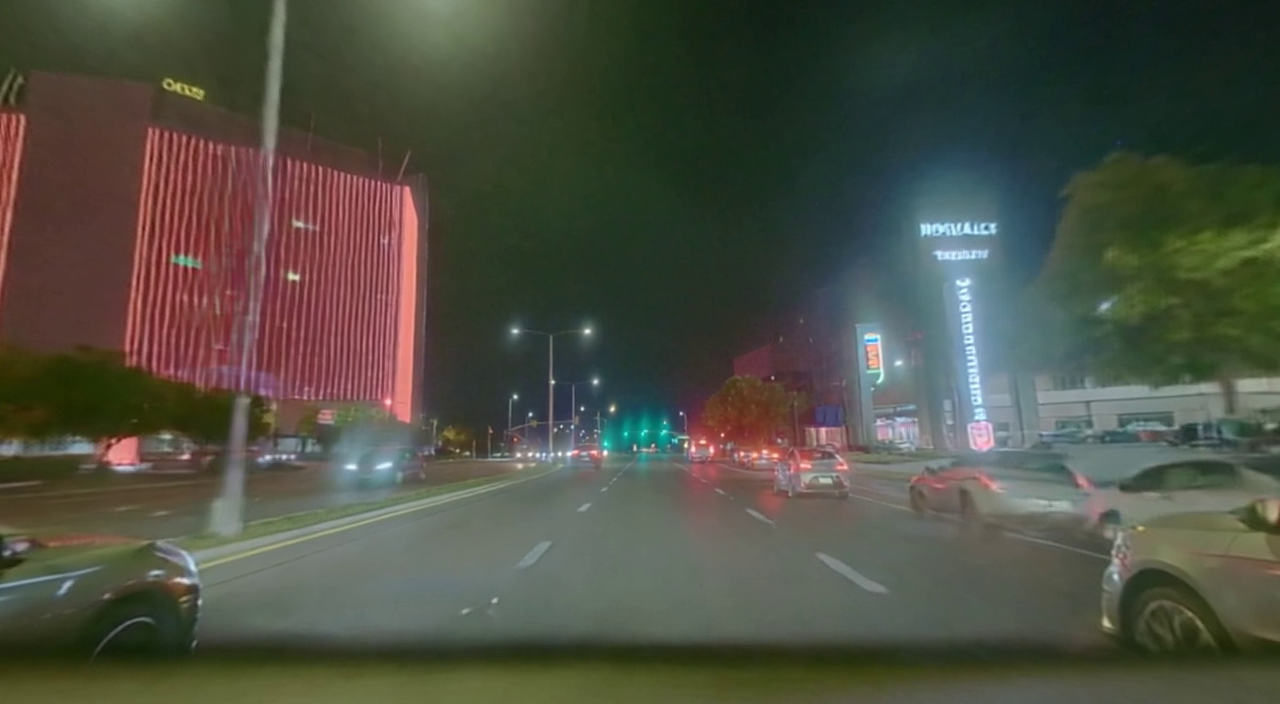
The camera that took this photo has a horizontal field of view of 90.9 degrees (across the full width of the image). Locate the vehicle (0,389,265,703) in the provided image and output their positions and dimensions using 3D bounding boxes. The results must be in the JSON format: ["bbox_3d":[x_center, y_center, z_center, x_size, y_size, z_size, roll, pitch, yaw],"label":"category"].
[{"bbox_3d":[-3.333,0.750,1.242,2.155,1.504,4.776,0,-8,2],"label":"vehicle"}]

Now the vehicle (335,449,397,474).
[{"bbox_3d":[-17.840,7.132,41.327,1.919,1.460,4.572,0,-8,1],"label":"vehicle"}]

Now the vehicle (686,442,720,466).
[{"bbox_3d":[4.562,7.451,46.156,2.007,1.683,4.171,0,-8,-1],"label":"vehicle"}]

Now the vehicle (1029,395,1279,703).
[{"bbox_3d":[3.344,0.790,1.485,1.981,1.499,4.536,0,-8,1],"label":"vehicle"}]

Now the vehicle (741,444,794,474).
[{"bbox_3d":[7.493,6.323,37.530,1.918,1.598,4.536,0,-8,-4],"label":"vehicle"}]

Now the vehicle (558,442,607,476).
[{"bbox_3d":[-2.726,5.215,31.057,1.917,1.511,4.436,0,-8,1],"label":"vehicle"}]

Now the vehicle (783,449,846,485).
[{"bbox_3d":[7.478,4.937,27.406,1.654,1.440,3.647,0,-8,-1],"label":"vehicle"}]
